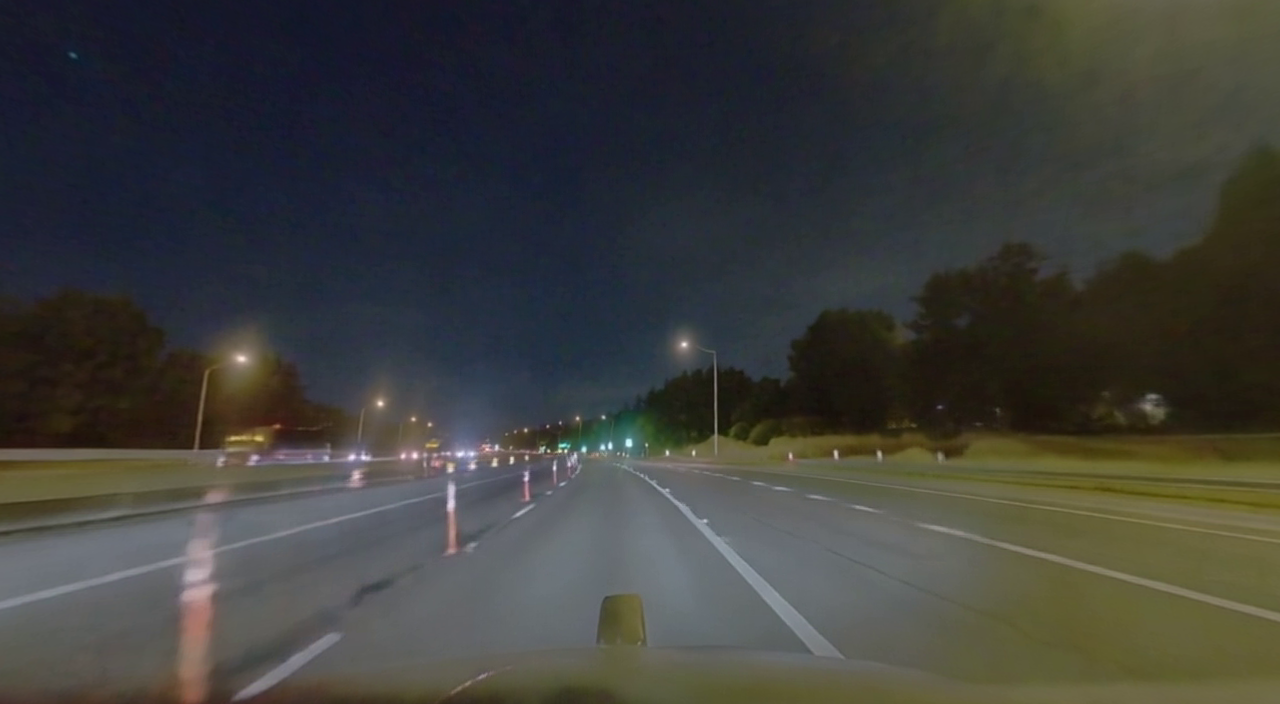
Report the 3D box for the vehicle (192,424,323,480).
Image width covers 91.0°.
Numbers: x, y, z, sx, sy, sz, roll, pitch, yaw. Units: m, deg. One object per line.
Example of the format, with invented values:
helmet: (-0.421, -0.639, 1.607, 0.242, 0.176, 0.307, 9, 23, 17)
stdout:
vehicle: (-18.264, 4.928, 30.643, 2.450, 2.180, 6.404, 6, -11, -2)
